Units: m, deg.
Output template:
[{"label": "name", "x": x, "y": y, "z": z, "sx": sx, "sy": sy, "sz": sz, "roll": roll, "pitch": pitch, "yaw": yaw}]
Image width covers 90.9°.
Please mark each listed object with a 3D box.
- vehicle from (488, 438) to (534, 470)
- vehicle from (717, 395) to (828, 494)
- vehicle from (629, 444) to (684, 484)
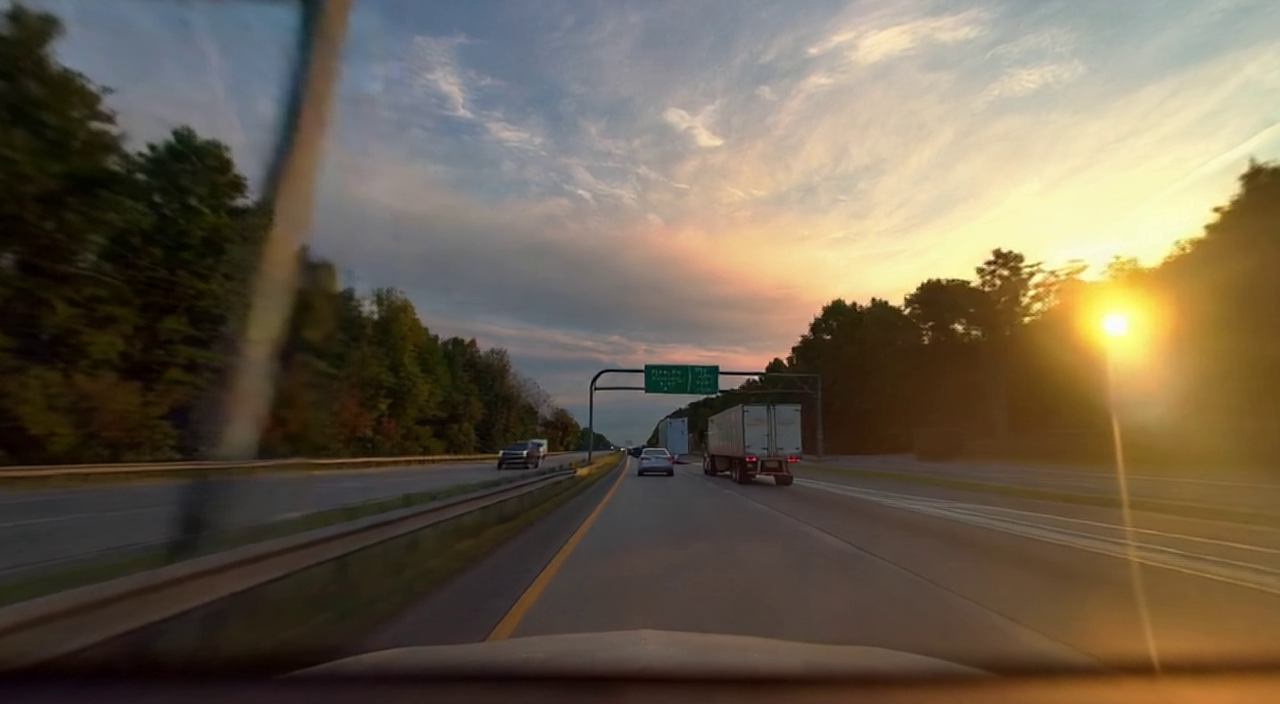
[{"label": "vehicle", "x": -7.805, "y": 6.218, "z": 38.559, "sx": 2.015, "sy": 1.839, "sz": 4.385, "roll": 0, "pitch": -9, "yaw": -2}, {"label": "vehicle", "x": 4.914, "y": 3.671, "z": 24.967, "sx": 2.600, "sy": 3.282, "sz": 7.635, "roll": 0, "pitch": -9, "yaw": -1}, {"label": "vehicle", "x": 0.599, "y": 4.553, "z": 25.904, "sx": 2.069, "sy": 1.523, "sz": 4.012, "roll": 0, "pitch": -9, "yaw": -1}]
